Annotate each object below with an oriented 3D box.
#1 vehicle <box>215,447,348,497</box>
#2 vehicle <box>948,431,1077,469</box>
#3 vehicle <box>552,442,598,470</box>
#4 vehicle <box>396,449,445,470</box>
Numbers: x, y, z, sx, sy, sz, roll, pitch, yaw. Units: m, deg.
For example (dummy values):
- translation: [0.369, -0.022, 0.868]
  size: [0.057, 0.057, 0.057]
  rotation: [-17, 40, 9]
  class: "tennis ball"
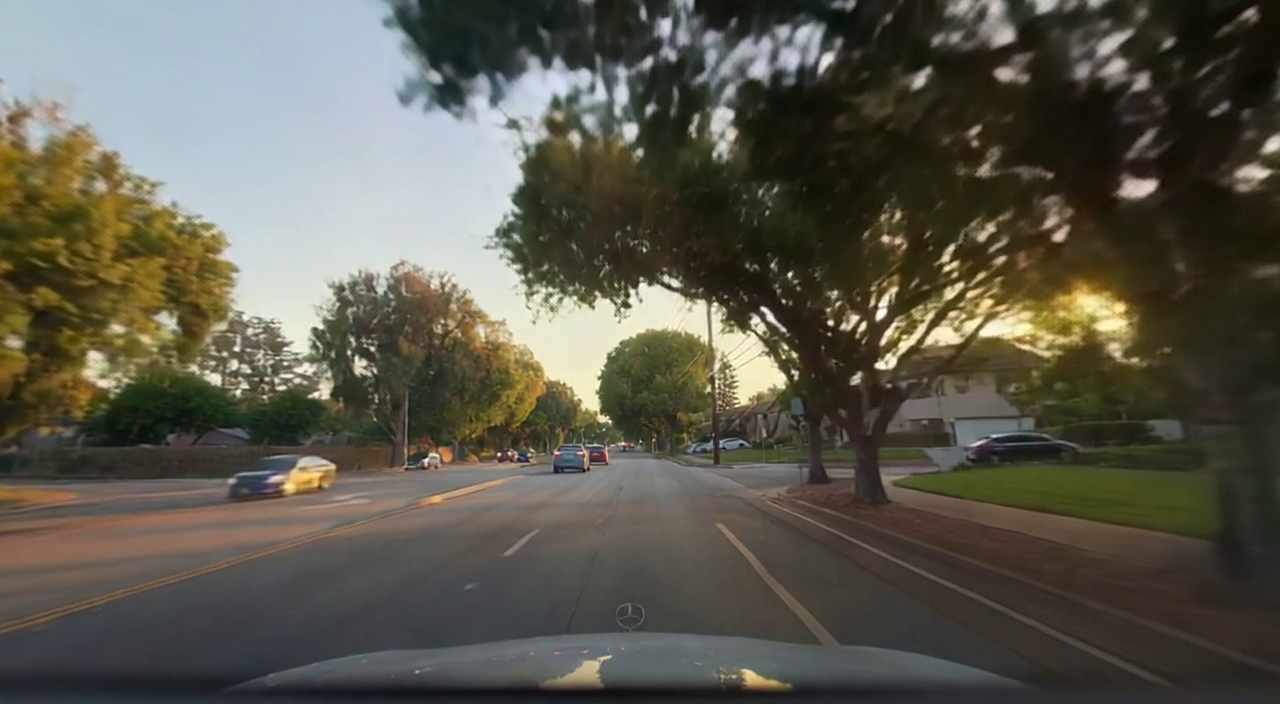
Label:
- translation: [-12.042, 4.029, 21.604]
  size: [1.970, 1.496, 4.512]
  rotation: [0, -8, -1]
  class: "vehicle"
- translation: [18.035, 4.758, 30.670]
  size: [4.904, 1.735, 2.270]
  rotation: [1, -8, -6]
  class: "vehicle"
- translation: [-3.573, 5.790, 35.345]
  size: [2.084, 1.466, 4.522]
  rotation: [0, -8, 0]
  class: "vehicle"
- translation: [-16.365, 8.010, 47.239]
  size: [1.937, 1.480, 4.755]
  rotation: [0, -8, -1]
  class: "vehicle"
